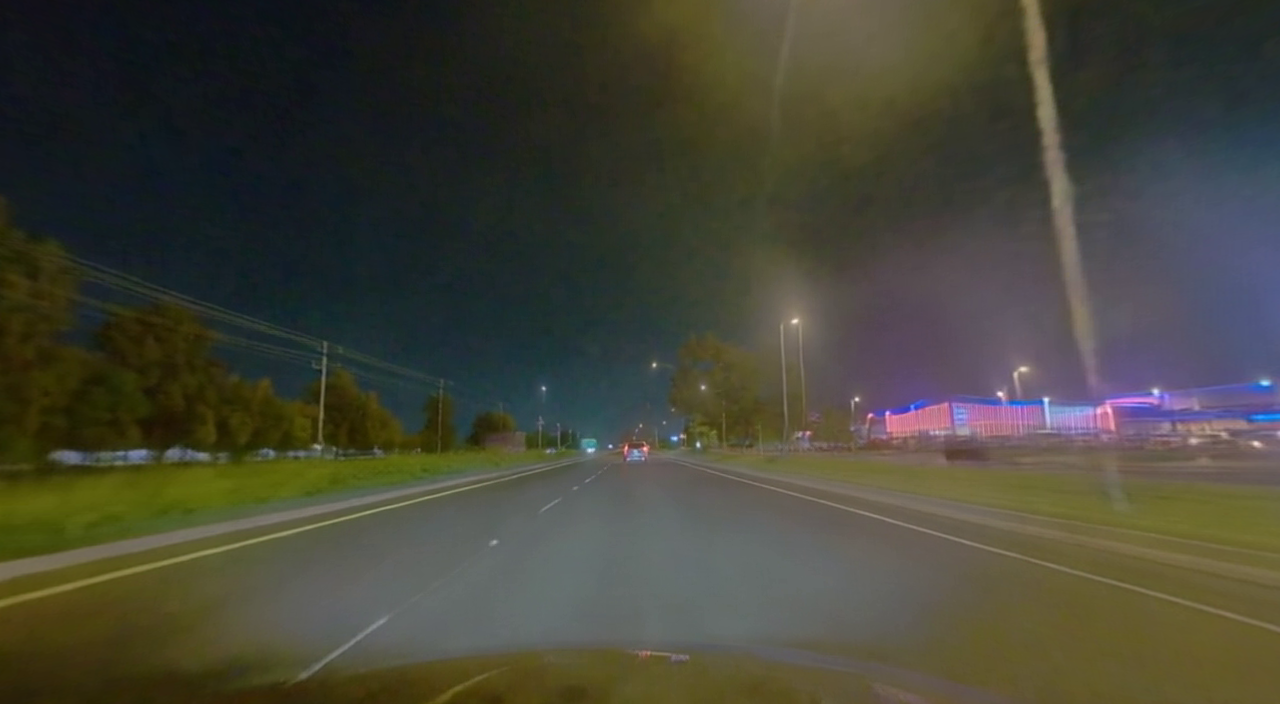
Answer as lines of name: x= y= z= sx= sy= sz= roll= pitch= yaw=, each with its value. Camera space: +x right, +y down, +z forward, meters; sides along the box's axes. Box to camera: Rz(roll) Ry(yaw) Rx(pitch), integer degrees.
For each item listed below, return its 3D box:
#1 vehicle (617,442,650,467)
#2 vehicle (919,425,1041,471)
vehicle: x=-0.438 y=6.978 z=43.010 sx=2.110 sy=1.555 sz=4.431 roll=0 pitch=-9 yaw=-1
vehicle: x=16.100 y=4.637 z=30.373 sx=2.328 sy=1.970 sz=5.972 roll=0 pitch=-9 yaw=-2
